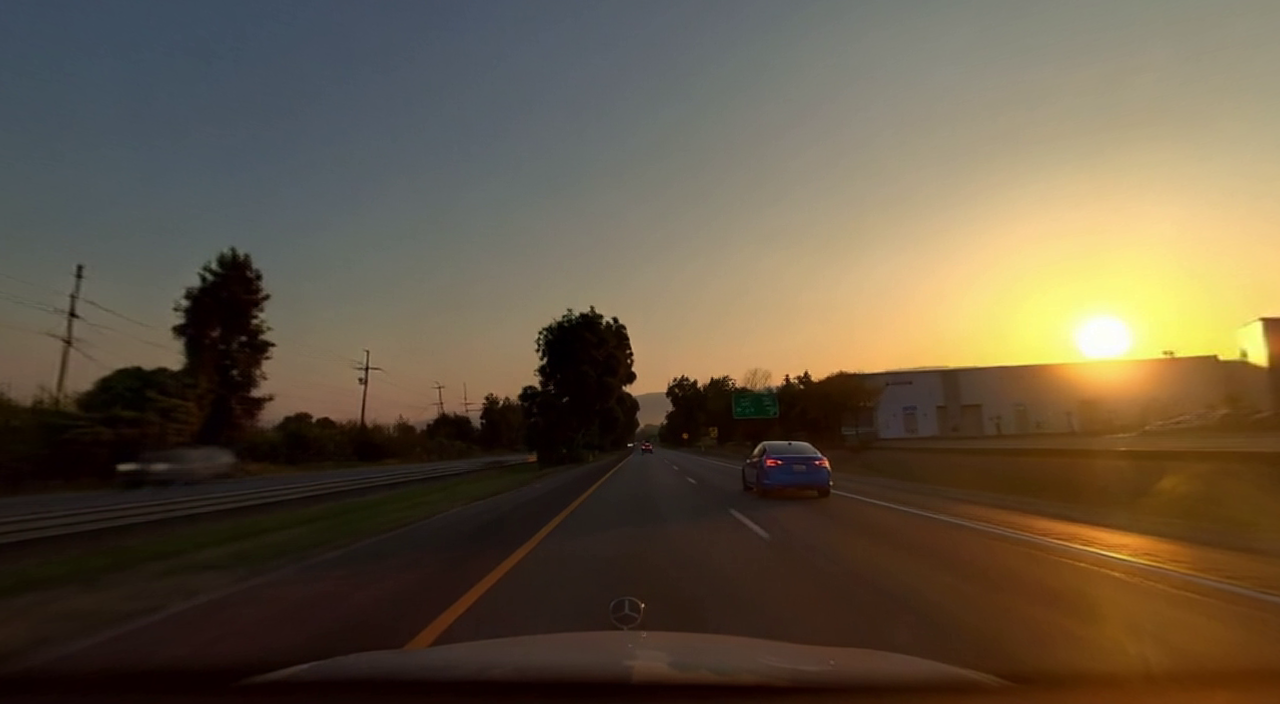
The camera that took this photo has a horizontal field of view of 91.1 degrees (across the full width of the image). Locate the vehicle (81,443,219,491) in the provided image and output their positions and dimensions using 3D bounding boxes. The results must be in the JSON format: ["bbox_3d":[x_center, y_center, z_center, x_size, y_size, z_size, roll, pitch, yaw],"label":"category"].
[{"bbox_3d":[-20.548,4.802,26.661,2.101,1.837,4.524,0,-8,1],"label":"vehicle"}]

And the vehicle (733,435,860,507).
[{"bbox_3d":[3.667,2.859,15.558,2.079,1.531,3.997,0,-8,-1],"label":"vehicle"}]
